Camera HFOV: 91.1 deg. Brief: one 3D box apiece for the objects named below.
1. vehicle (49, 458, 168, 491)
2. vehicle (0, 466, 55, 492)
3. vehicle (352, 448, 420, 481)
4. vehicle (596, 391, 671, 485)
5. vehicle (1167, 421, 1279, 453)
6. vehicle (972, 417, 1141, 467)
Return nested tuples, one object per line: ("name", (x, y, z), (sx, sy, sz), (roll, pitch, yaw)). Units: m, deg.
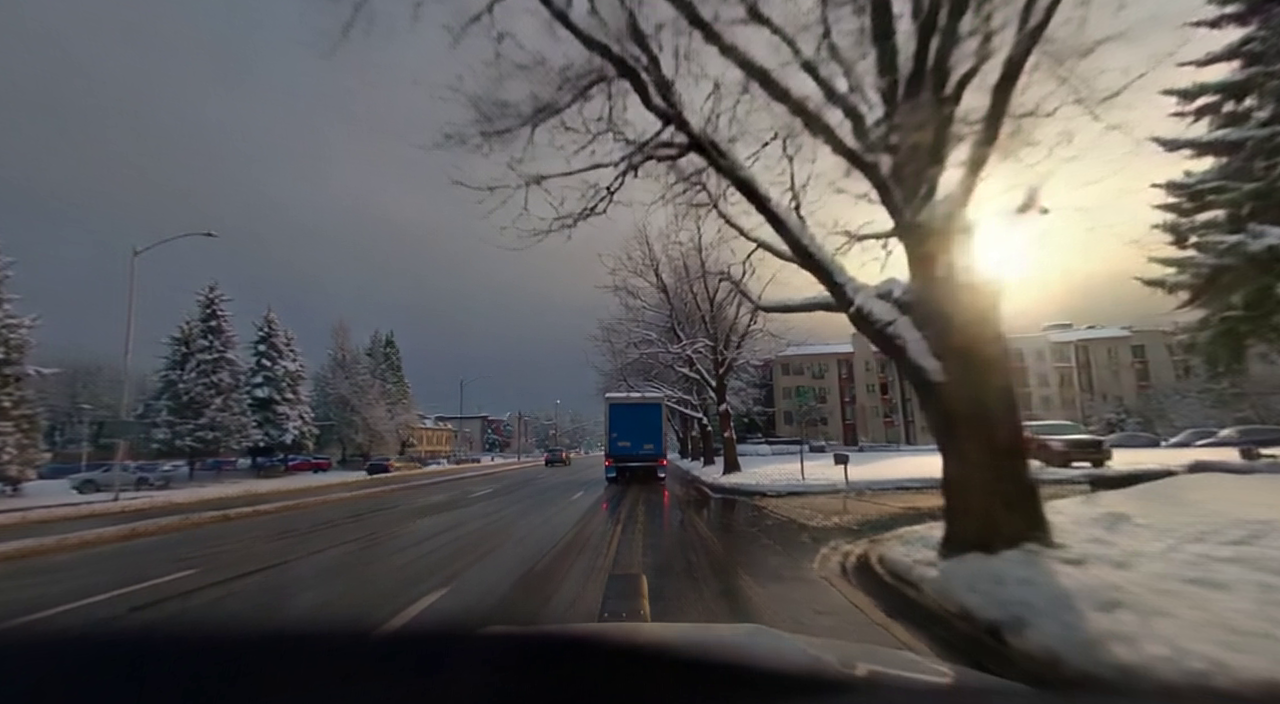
("vehicle", (-33.793, 7.799, 40.067), (5.452, 1.994, 2.312), (0, -9, 1))
("vehicle", (-39.186, 7.947, 39.267), (1.645, 1.416, 3.497), (-6, -10, 39))
("vehicle", (-14.036, 6.214, 34.952), (1.958, 1.672, 4.283), (0, -9, 0))
("vehicle", (-0.218, 4.009, 28.969), (2.905, 3.644, 8.807), (0, -9, 0))
("vehicle", (26.459, 3.867, 28.528), (3.537, 1.393, 1.581), (0, -9, -1))
("vehicle", (13.770, 2.987, 20.961), (4.321, 1.579, 1.823), (0, -7, 1))
